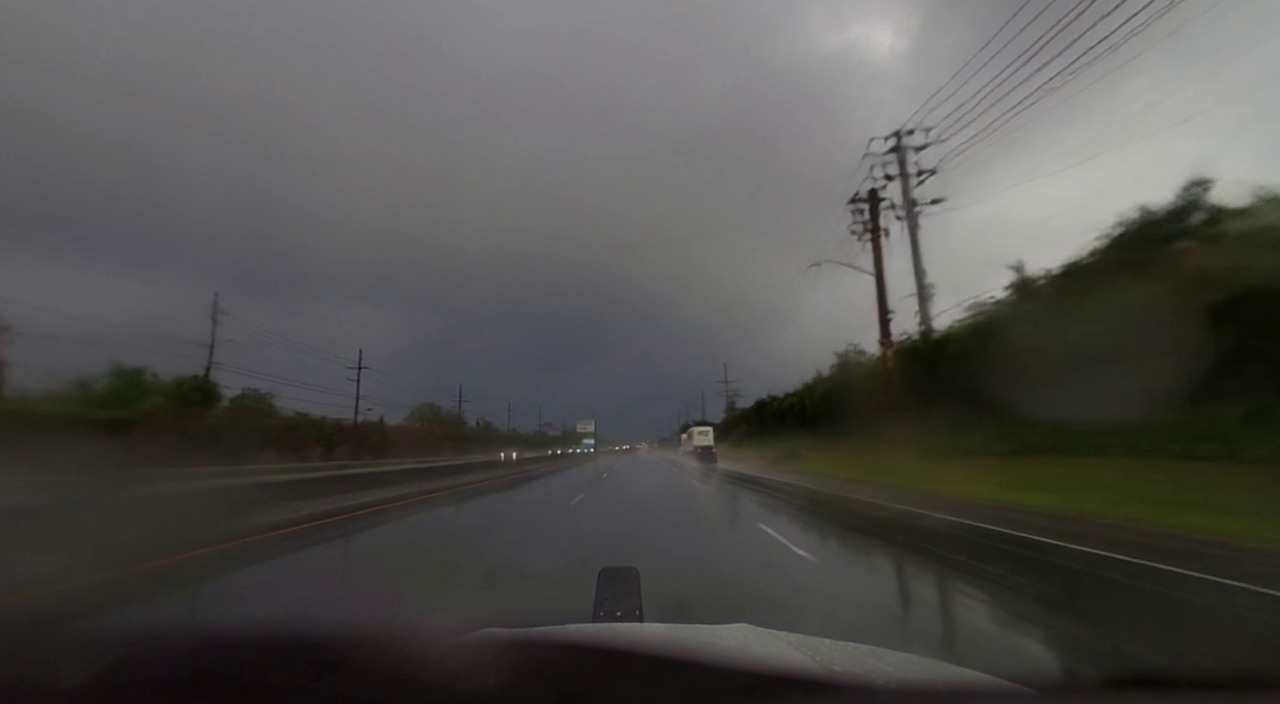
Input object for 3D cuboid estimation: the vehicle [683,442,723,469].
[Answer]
[{"bbox_3d":[3.873,6.436,39.101,2.054,1.565,4.089,0,-9,-1],"label":"vehicle"}]
